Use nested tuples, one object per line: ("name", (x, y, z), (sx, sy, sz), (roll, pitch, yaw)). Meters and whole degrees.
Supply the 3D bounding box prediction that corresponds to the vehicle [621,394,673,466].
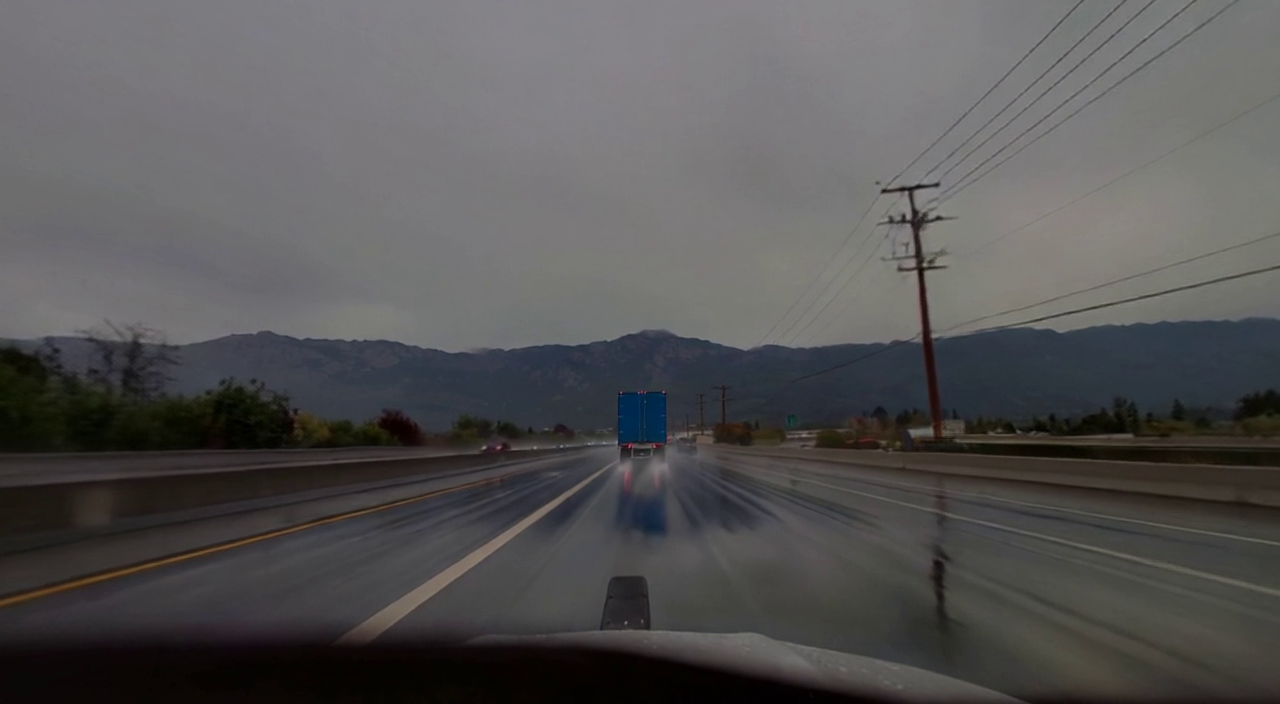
("vehicle", (0.332, 5.285, 41.790), (2.919, 4.101, 11.541), (0, -8, -1))
